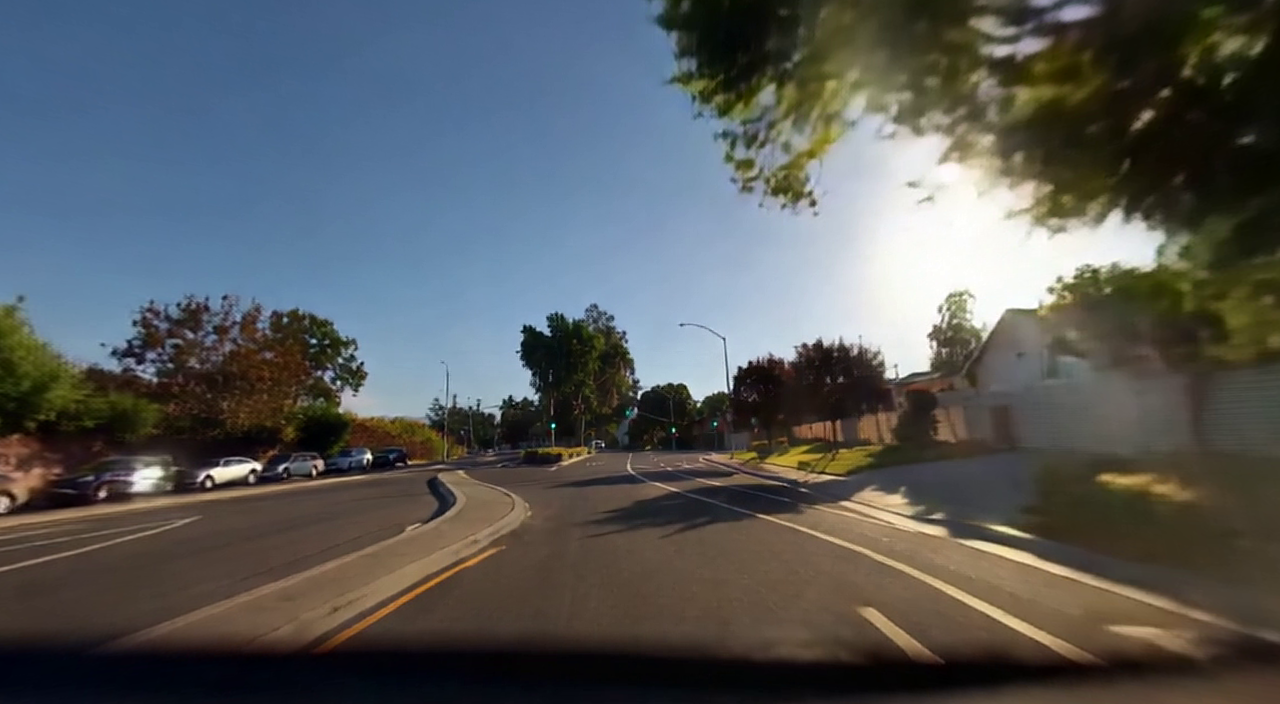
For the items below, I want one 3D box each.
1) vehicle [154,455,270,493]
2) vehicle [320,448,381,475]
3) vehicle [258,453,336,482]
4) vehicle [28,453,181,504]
[{"bbox_3d":[-21.207,6.041,31.593,1.954,1.575,5.225,0,-8,3],"label":"vehicle"},{"bbox_3d":[-20.956,7.917,45.878,2.148,1.856,4.632,0,-8,2],"label":"vehicle"},{"bbox_3d":[-20.992,7.057,38.859,1.883,1.506,4.863,1,-8,2],"label":"vehicle"},{"bbox_3d":[-21.454,5.034,25.589,1.974,1.704,4.628,1,-8,2],"label":"vehicle"}]
